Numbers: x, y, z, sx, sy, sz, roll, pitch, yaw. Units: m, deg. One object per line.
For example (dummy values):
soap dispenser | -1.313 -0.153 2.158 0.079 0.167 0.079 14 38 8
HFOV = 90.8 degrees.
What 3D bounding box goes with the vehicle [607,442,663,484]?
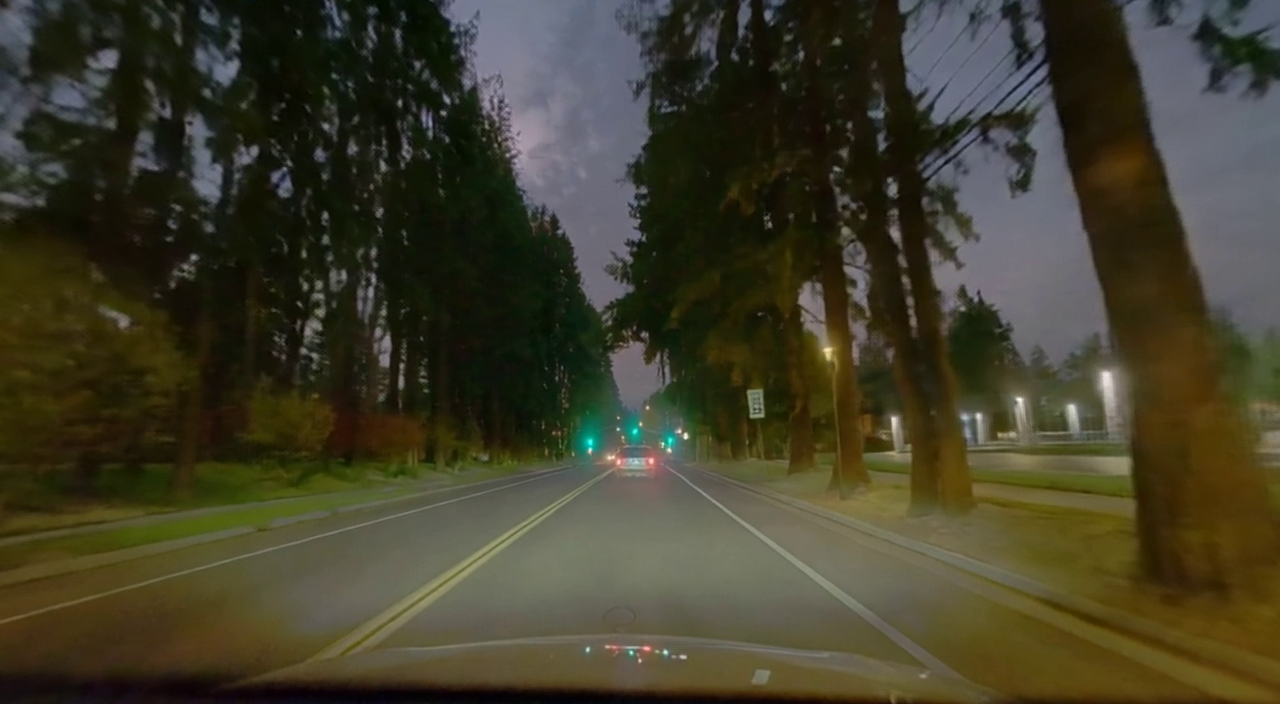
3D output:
vehicle | -0.159 4.645 26.772 2.152 1.574 4.223 -1 -8 1
